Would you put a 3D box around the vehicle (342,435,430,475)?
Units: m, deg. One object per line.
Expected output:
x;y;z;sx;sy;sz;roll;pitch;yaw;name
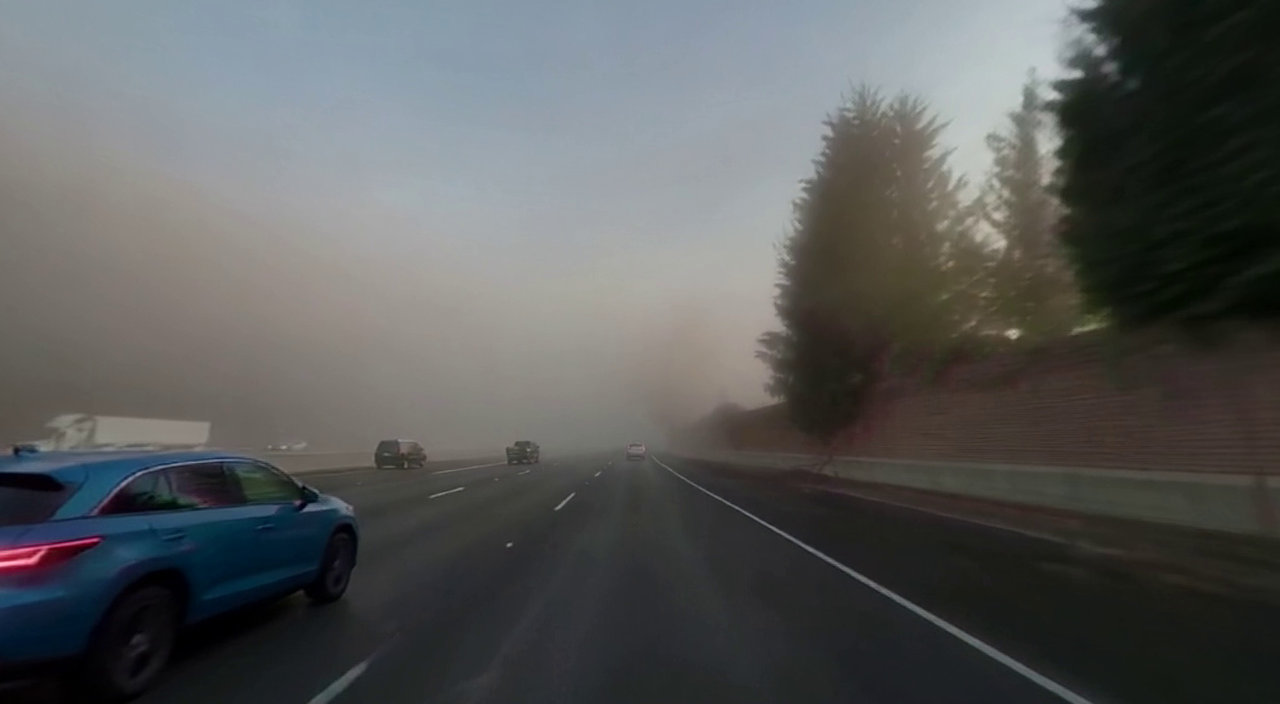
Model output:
-11.370;4.643;28.592;2.025;1.618;4.683;1;-9;0;vehicle

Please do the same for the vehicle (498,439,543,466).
-8.018;6.805;42.743;2.151;1.707;4.759;0;-9;0;vehicle
